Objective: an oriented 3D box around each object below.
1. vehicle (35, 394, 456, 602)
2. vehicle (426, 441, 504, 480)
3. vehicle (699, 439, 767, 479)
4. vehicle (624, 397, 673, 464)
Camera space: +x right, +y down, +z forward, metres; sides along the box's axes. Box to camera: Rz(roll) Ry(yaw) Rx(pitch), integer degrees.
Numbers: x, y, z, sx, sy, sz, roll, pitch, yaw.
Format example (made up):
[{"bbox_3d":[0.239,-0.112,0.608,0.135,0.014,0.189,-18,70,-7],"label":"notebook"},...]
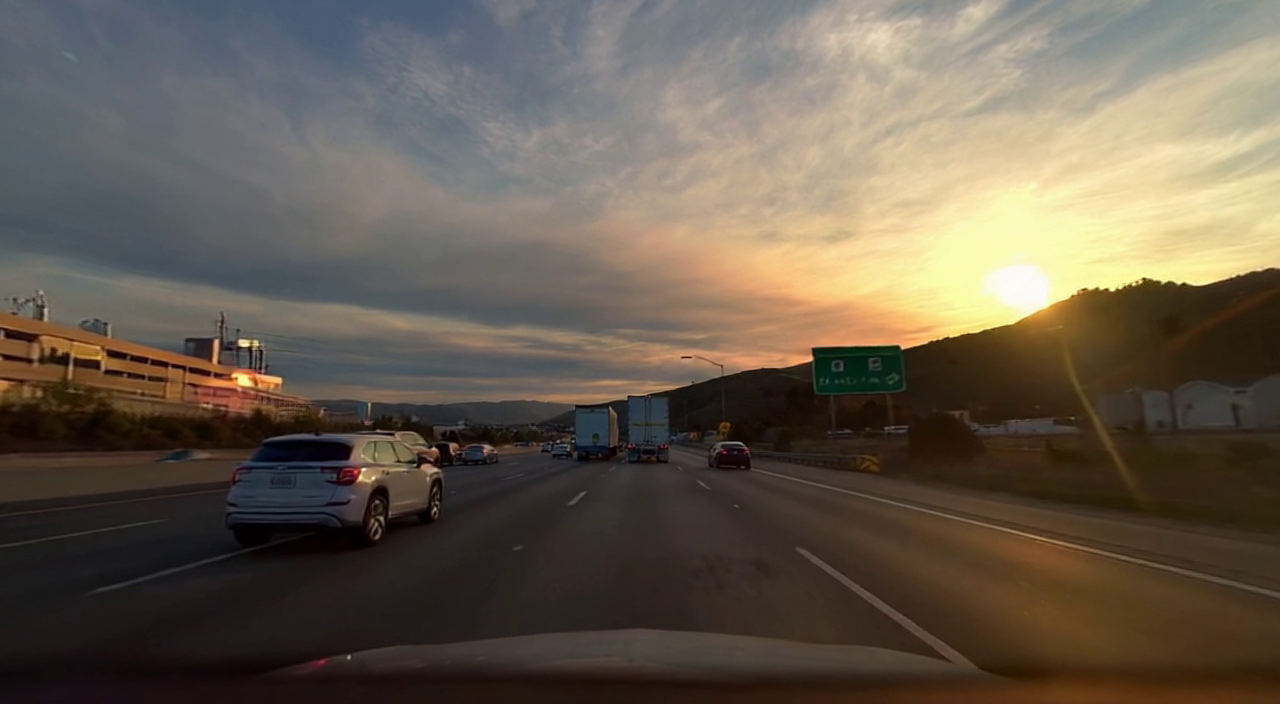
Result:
[{"bbox_3d":[-4.012,1.563,7.622,2.122,1.754,4.379,0,-9,2],"label":"vehicle"},{"bbox_3d":[-7.155,4.482,26.365,1.891,1.460,4.506,0,-9,1],"label":"vehicle"},{"bbox_3d":[3.660,4.281,25.569,2.006,1.452,4.246,0,-9,-1],"label":"vehicle"},{"bbox_3d":[0.514,5.584,43.920,2.969,4.104,10.906,0,-9,0],"label":"vehicle"}]
